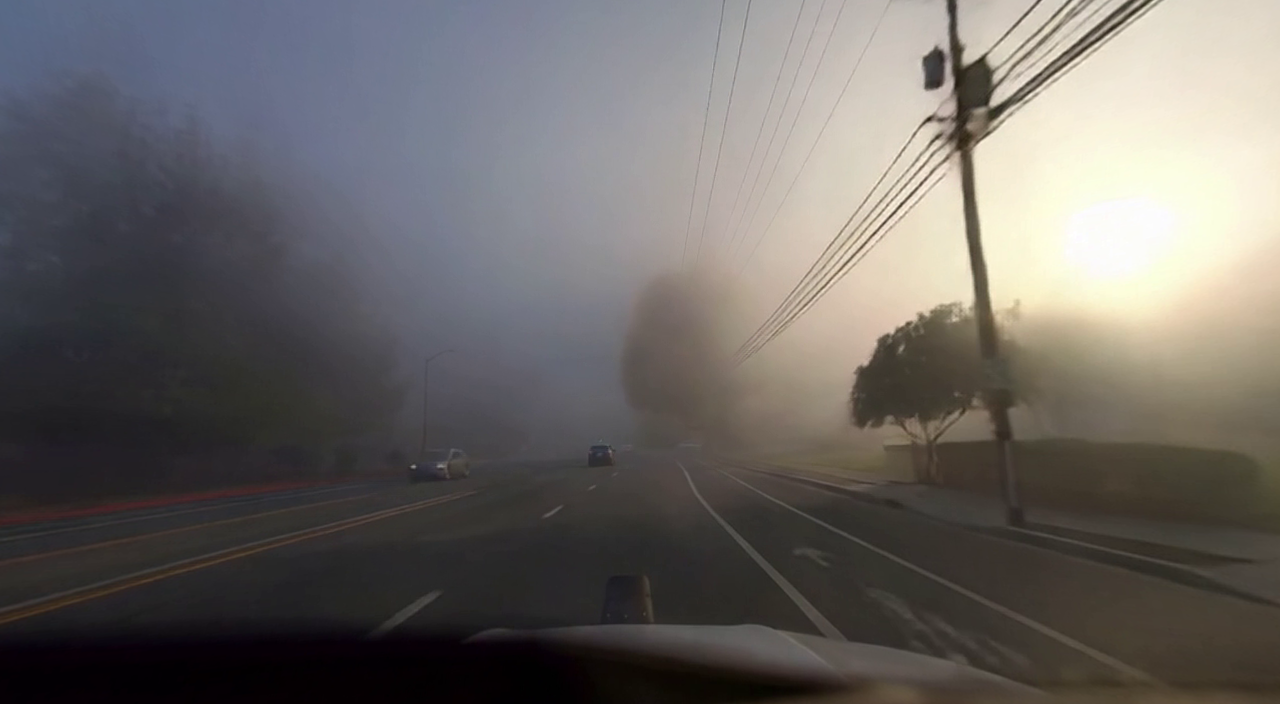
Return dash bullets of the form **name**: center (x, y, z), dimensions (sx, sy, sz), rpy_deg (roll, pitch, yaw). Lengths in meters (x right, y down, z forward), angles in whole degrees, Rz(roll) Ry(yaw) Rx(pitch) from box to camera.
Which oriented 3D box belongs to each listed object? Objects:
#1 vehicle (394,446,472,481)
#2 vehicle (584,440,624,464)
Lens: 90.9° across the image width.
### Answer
- **vehicle**: center (-9.903, 5.330, 30.571), dimensions (2.106, 1.524, 4.624), rpy_deg (0, -8, 1)
- **vehicle**: center (-2.294, 6.527, 41.403), dimensions (2.084, 1.466, 4.522), rpy_deg (-1, -8, 3)
